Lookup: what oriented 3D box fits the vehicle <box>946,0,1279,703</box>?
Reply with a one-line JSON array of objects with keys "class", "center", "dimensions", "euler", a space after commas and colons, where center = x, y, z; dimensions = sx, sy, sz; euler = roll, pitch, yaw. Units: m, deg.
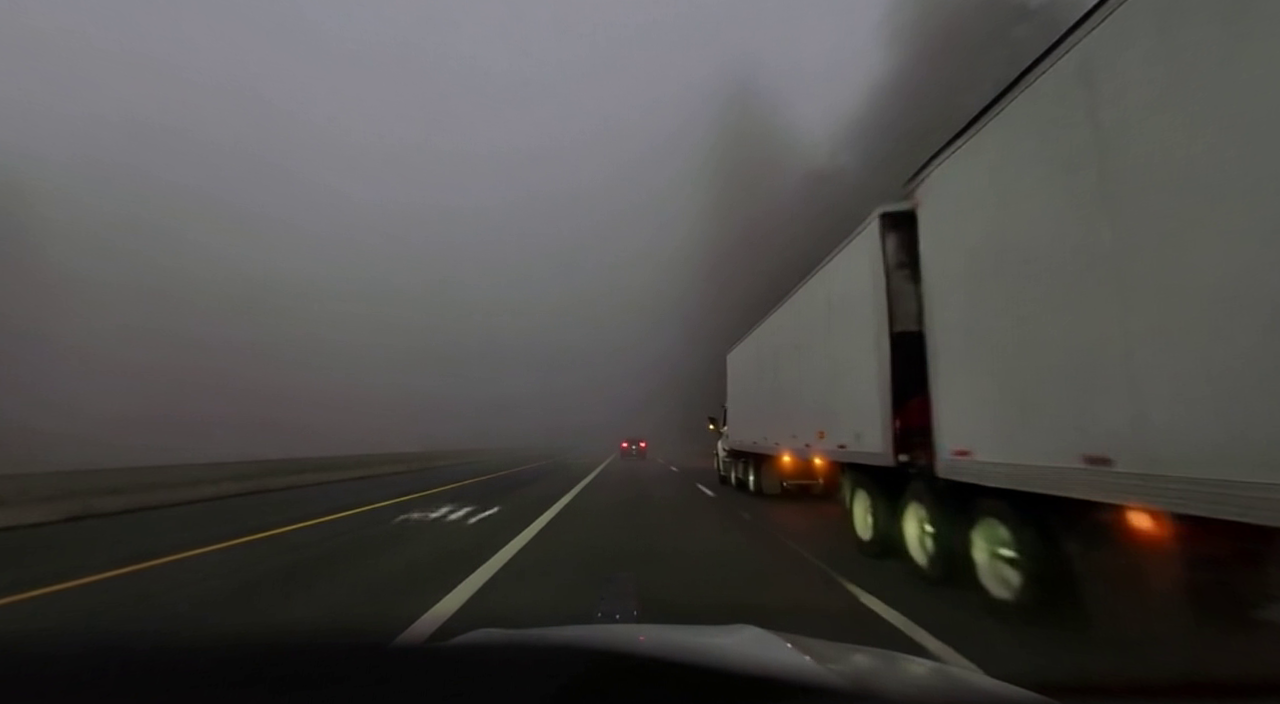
[{"class": "vehicle", "center": [3.918, -0.572, 0.375], "dimensions": [2.967, 3.961, 8.660], "euler": [0, -8, 0]}]

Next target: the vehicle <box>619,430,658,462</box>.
[{"class": "vehicle", "center": [-0.151, 6.312, 42.445], "dimensions": [2.456, 2.007, 4.728], "euler": [0, -8, -2]}]
